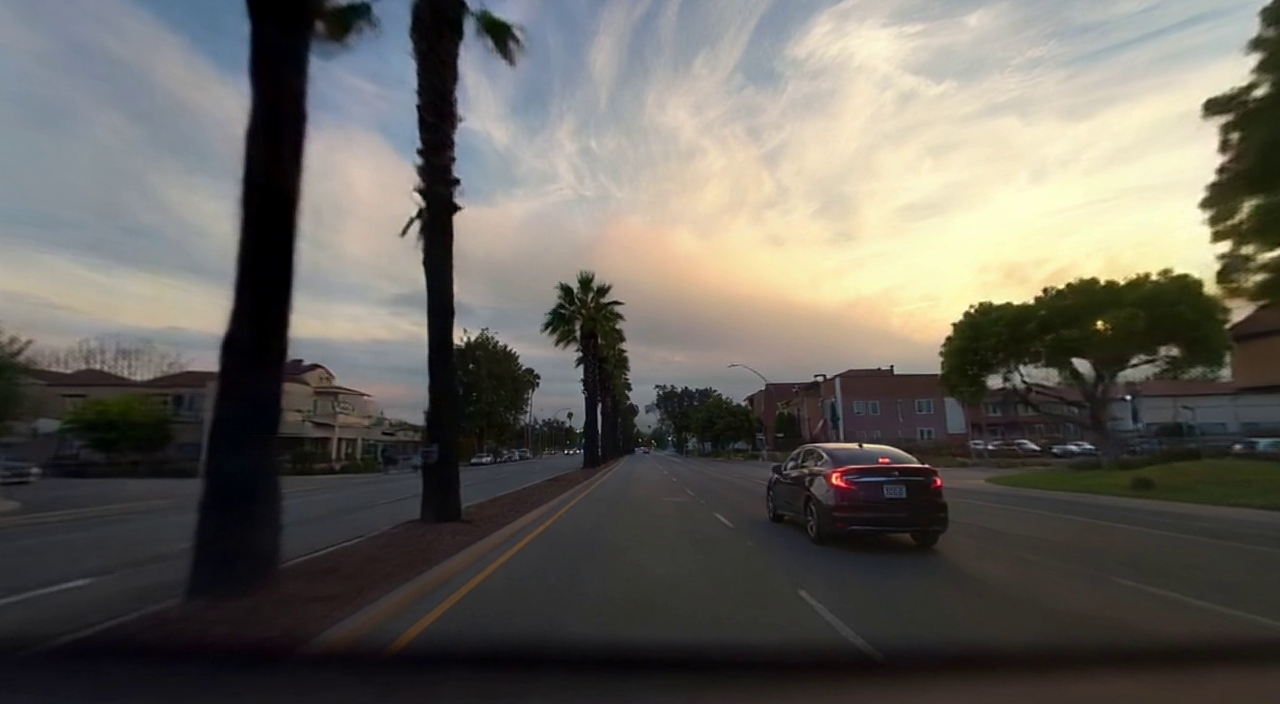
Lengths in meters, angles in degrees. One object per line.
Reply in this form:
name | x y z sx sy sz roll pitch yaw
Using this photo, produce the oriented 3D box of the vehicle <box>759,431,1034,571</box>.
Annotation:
vehicle | 3.223 1.965 9.222 1.989 1.492 4.689 0 -9 -1
